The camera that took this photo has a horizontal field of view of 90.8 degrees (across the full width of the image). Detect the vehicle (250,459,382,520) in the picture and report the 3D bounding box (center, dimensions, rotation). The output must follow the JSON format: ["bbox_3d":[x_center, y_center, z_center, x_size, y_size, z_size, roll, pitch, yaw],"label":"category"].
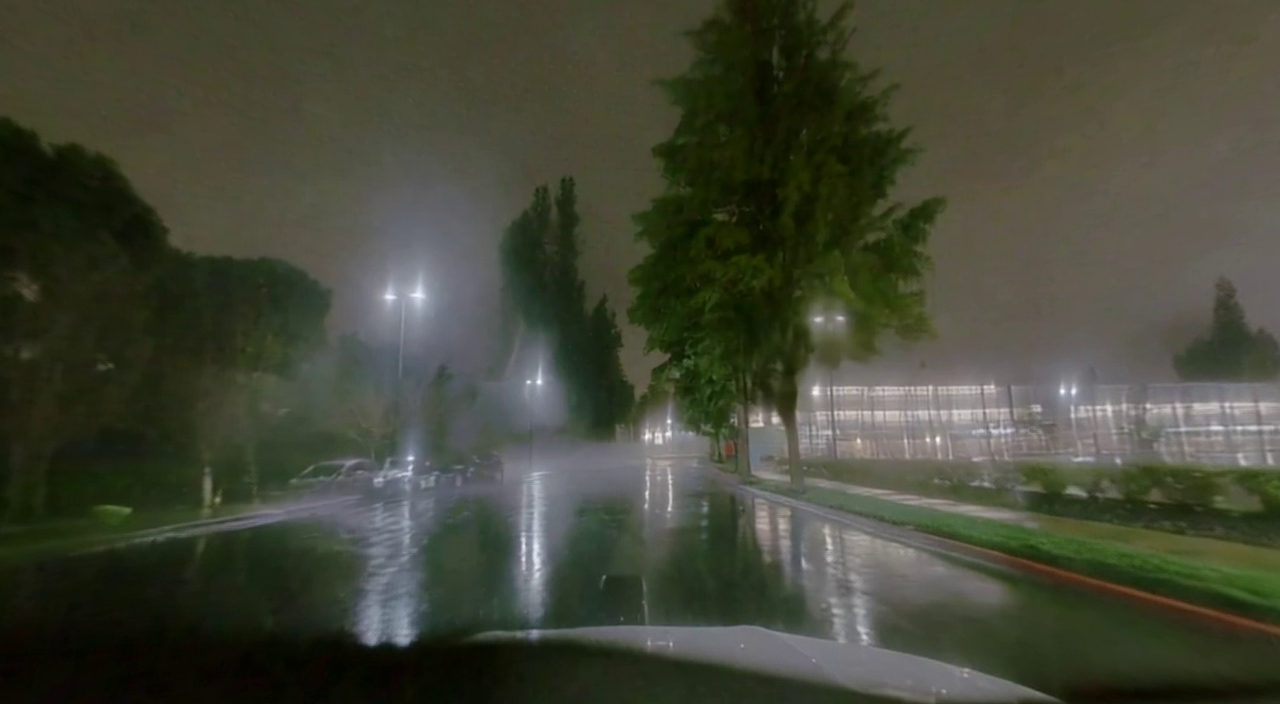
[{"bbox_3d":[-9.264,3.923,18.410,1.938,1.191,3.630,-7,-7,-1],"label":"vehicle"}]

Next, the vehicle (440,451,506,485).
[{"bbox_3d":[-9.155,6.370,35.060,2.360,1.741,4.912,0,-9,-1],"label":"vehicle"}]

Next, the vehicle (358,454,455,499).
[{"bbox_3d":[-8.945,4.776,24.670,2.038,1.525,4.383,0,-8,1],"label":"vehicle"}]
